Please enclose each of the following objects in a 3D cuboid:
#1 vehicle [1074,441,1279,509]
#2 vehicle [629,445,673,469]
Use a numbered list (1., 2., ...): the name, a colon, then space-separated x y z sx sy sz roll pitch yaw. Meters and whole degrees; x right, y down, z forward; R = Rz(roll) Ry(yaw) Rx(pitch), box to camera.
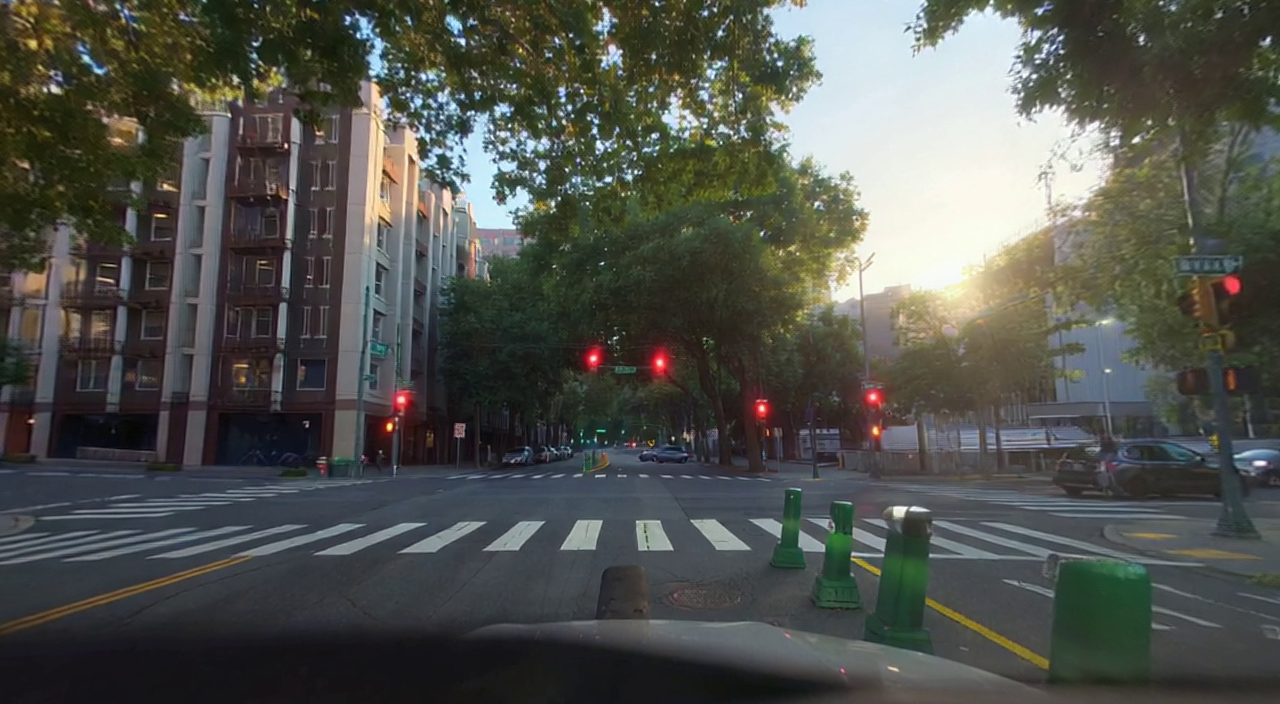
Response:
1. vehicle: 12.983 2.792 14.571 4.424 1.436 1.804 -1 -8 5
2. vehicle: 0.711 7.157 43.221 1.972 1.522 4.368 2 -9 -14
